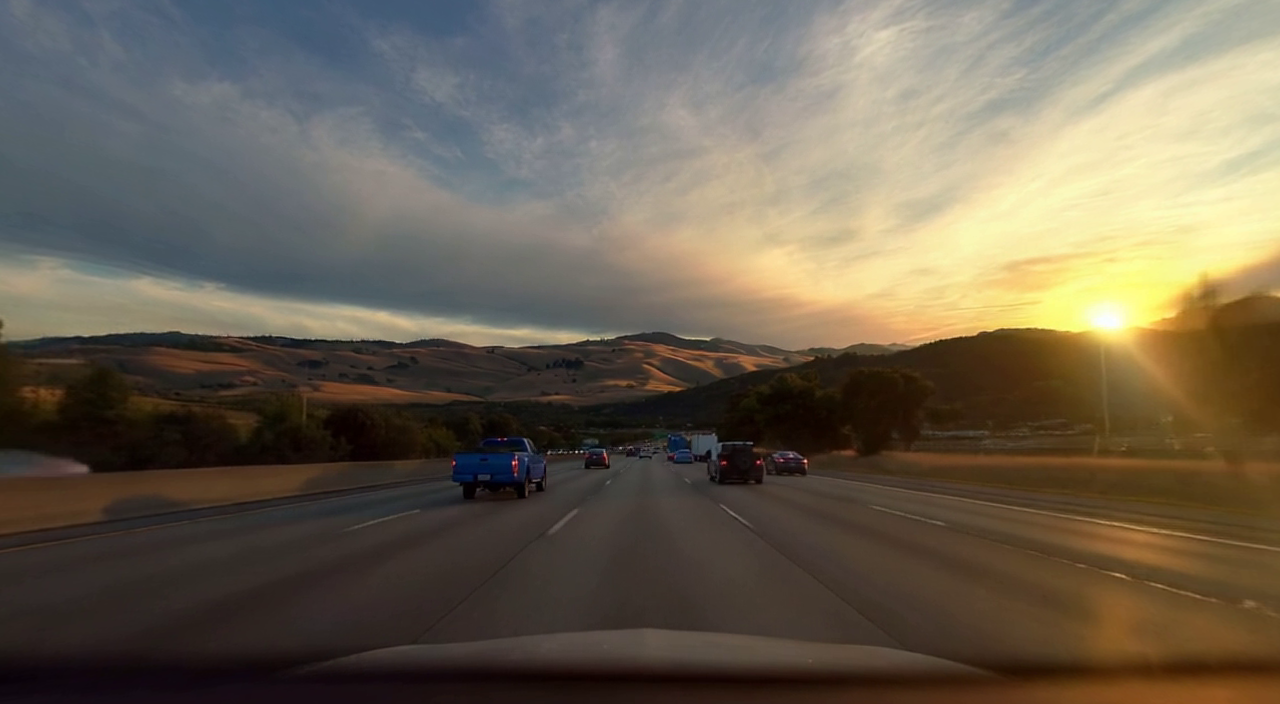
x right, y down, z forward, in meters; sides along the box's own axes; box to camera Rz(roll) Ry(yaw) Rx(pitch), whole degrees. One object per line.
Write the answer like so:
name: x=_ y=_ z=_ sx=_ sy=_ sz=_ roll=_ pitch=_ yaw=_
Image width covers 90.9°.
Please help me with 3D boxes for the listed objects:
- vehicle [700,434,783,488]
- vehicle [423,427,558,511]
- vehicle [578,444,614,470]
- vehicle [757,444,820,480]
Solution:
vehicle: x=4.032 y=4.463 z=26.278 sx=2.424 sy=1.952 sz=5.611 roll=0 pitch=-8 yaw=-1
vehicle: x=-3.683 y=2.997 z=16.749 sx=2.227 sy=1.853 sz=5.161 roll=-1 pitch=-8 yaw=1
vehicle: x=-3.182 y=7.683 z=46.254 sx=2.235 sy=1.785 sz=4.386 roll=-1 pitch=-8 yaw=1
vehicle: x=7.740 y=5.769 z=33.421 sx=2.104 sy=1.724 sz=4.701 roll=0 pitch=-8 yaw=-1
